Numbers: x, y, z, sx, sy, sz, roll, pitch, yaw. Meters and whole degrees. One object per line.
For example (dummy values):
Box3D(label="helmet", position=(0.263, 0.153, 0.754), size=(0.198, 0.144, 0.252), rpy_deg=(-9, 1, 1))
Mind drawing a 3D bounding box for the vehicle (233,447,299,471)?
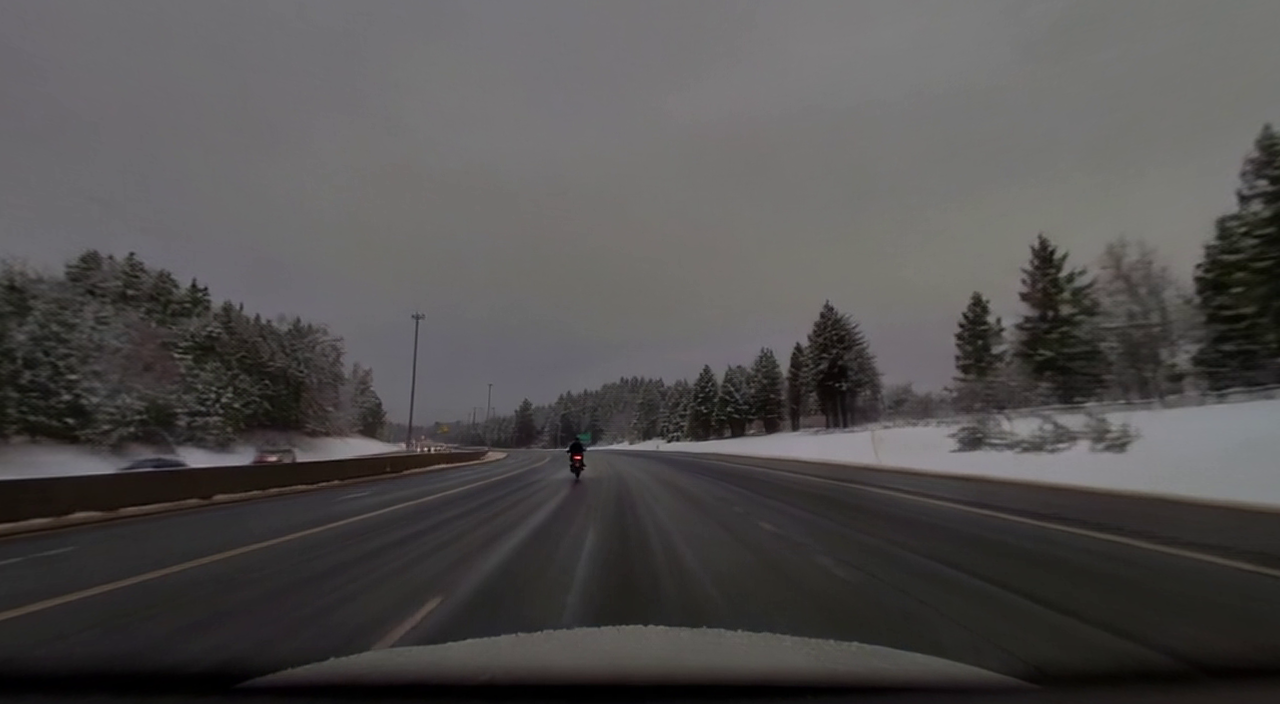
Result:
Box3D(label="vehicle", position=(-27.972, 8.008, 47.414), size=(2.049, 1.641, 5.301), rpy_deg=(0, -8, -5))
